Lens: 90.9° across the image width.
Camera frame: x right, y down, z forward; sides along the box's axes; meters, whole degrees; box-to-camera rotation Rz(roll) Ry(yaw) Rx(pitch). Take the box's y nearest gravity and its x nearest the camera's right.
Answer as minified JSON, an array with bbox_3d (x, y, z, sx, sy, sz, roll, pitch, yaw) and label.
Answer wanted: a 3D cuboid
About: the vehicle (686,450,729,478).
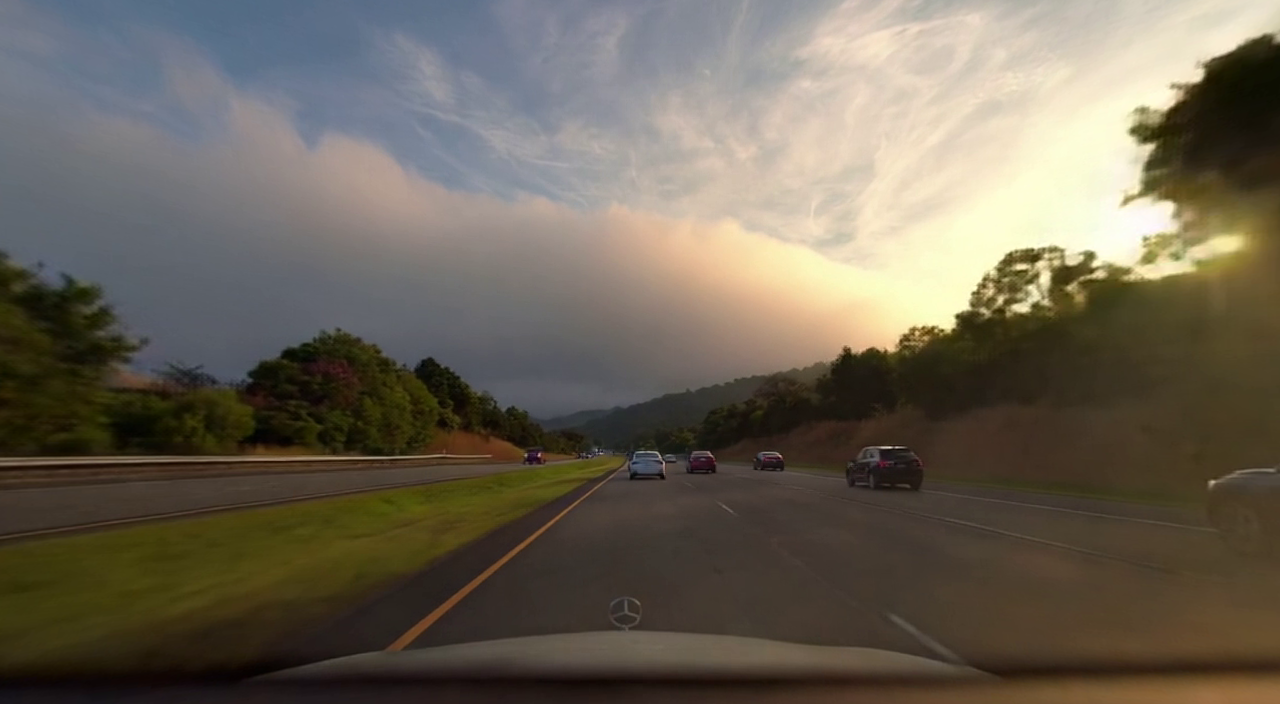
[{"bbox_3d":[3.909,6.548,36.956,1.981,1.518,4.029,0,-9,-1],"label":"vehicle"}]

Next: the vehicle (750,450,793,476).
[{"bbox_3d":[8.548,7.220,41.312,1.957,1.594,3.632,0,-9,-2],"label":"vehicle"}]

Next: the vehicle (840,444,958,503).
[{"bbox_3d":[7.630,3.595,19.001,1.847,1.554,3.752,0,-9,-1],"label":"vehicle"}]

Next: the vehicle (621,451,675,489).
[{"bbox_3d":[0.295,4.777,25.781,2.020,1.426,3.702,0,-9,0],"label":"vehicle"}]
